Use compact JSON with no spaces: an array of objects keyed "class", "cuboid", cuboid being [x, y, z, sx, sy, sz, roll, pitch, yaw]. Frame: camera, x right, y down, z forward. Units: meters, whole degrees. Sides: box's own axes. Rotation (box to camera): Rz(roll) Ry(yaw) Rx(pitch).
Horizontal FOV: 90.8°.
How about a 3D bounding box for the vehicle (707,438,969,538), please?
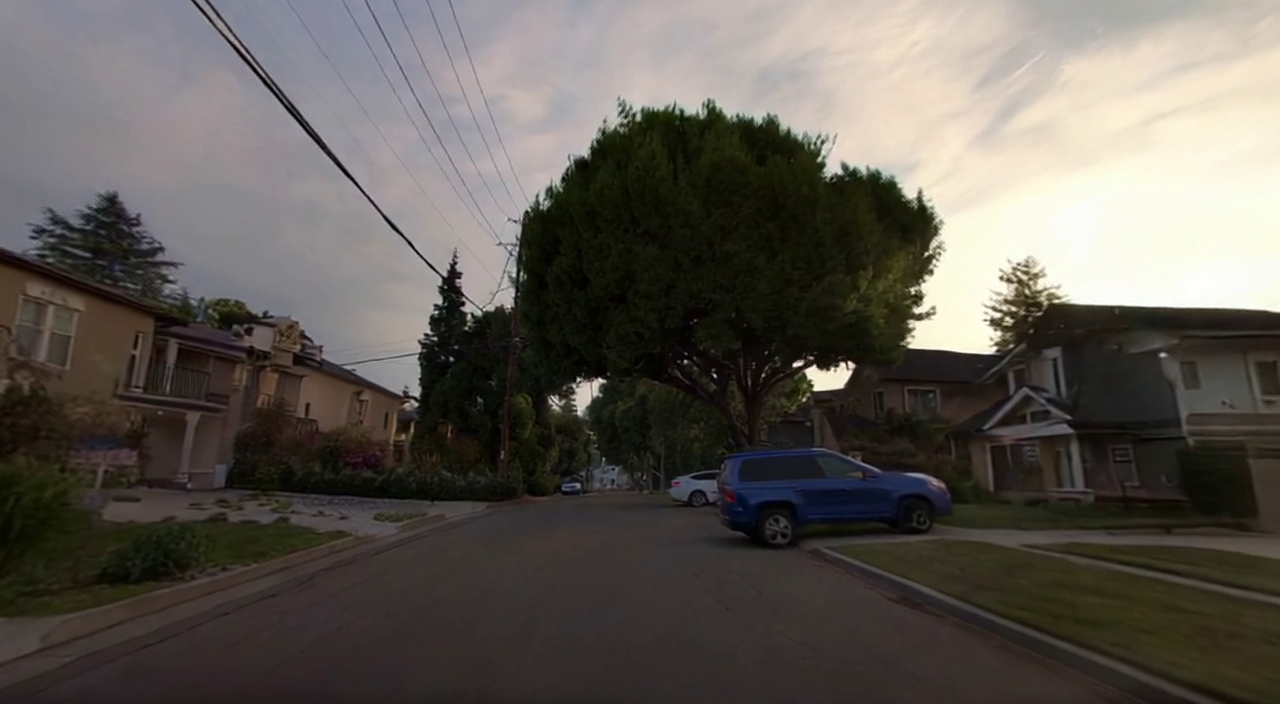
[{"class":"vehicle","cuboid":[3.678,2.564,12.287,4.413,1.728,1.869,1,-9,-5]}]
